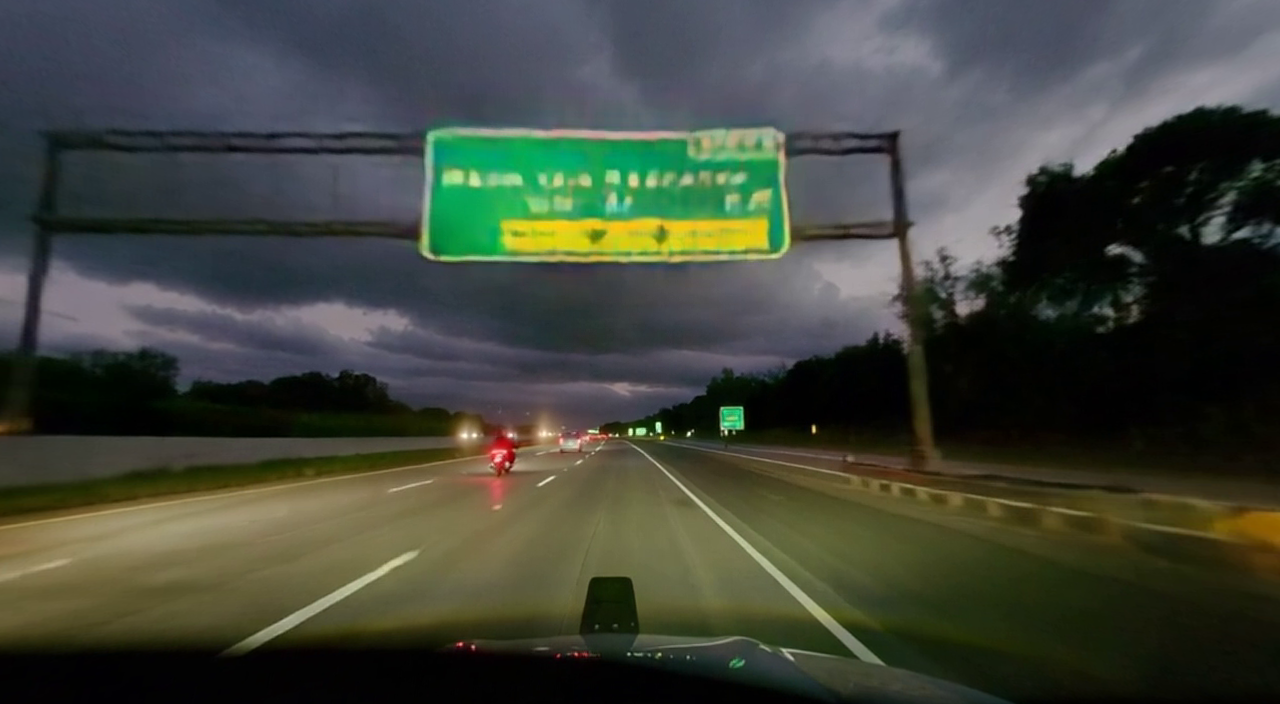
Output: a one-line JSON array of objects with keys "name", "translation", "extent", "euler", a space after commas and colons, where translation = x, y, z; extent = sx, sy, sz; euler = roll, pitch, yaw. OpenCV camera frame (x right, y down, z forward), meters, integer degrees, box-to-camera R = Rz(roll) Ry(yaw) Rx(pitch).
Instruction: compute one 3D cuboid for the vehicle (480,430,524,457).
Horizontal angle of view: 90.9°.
[{"name": "vehicle", "translation": [-8.829, 5.895, 40.699], "extent": [1.965, 1.605, 4.115], "euler": [0, -8, -1]}]
